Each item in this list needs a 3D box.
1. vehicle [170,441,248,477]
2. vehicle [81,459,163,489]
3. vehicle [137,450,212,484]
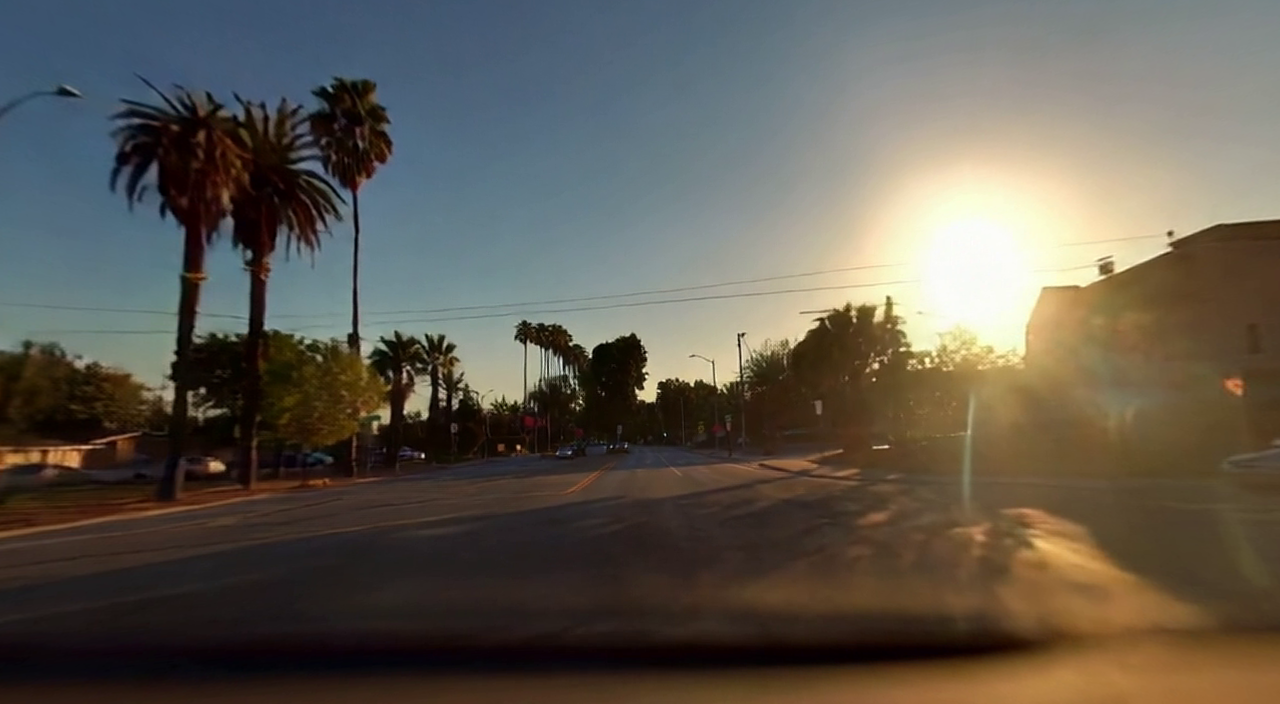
[{"bbox_3d":[-26.674,6.558,39.075,4.793,2.087,1.929,-5,-9,30],"label":"vehicle"},{"bbox_3d":[-31.633,7.388,38.563,4.716,1.652,1.917,-4,-10,25],"label":"vehicle"},{"bbox_3d":[-26.573,6.559,36.027,4.270,1.690,1.978,-7,-8,32],"label":"vehicle"}]
